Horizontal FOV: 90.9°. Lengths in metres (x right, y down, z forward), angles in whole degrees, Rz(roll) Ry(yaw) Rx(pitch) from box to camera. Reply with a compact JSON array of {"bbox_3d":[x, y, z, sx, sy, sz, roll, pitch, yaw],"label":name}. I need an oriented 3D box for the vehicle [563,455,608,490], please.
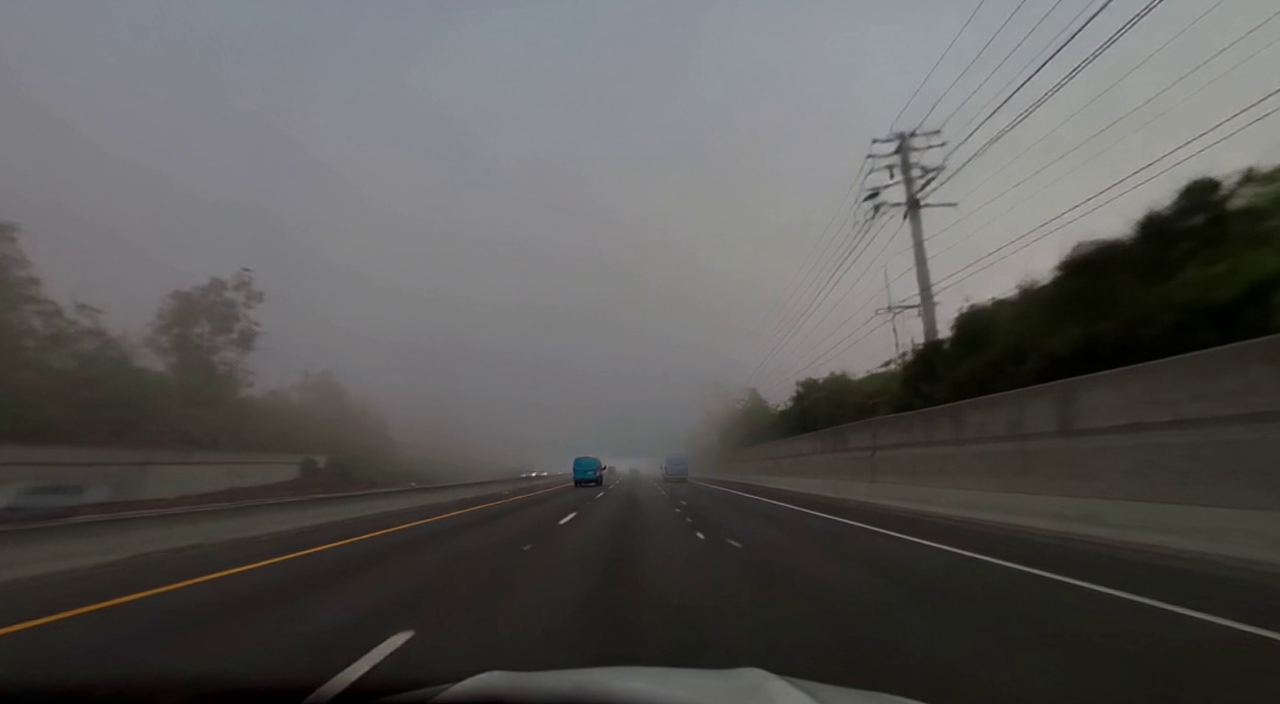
[{"bbox_3d":[-3.345,7.529,39.555,2.324,2.008,4.654,1,-11,0],"label":"vehicle"}]
